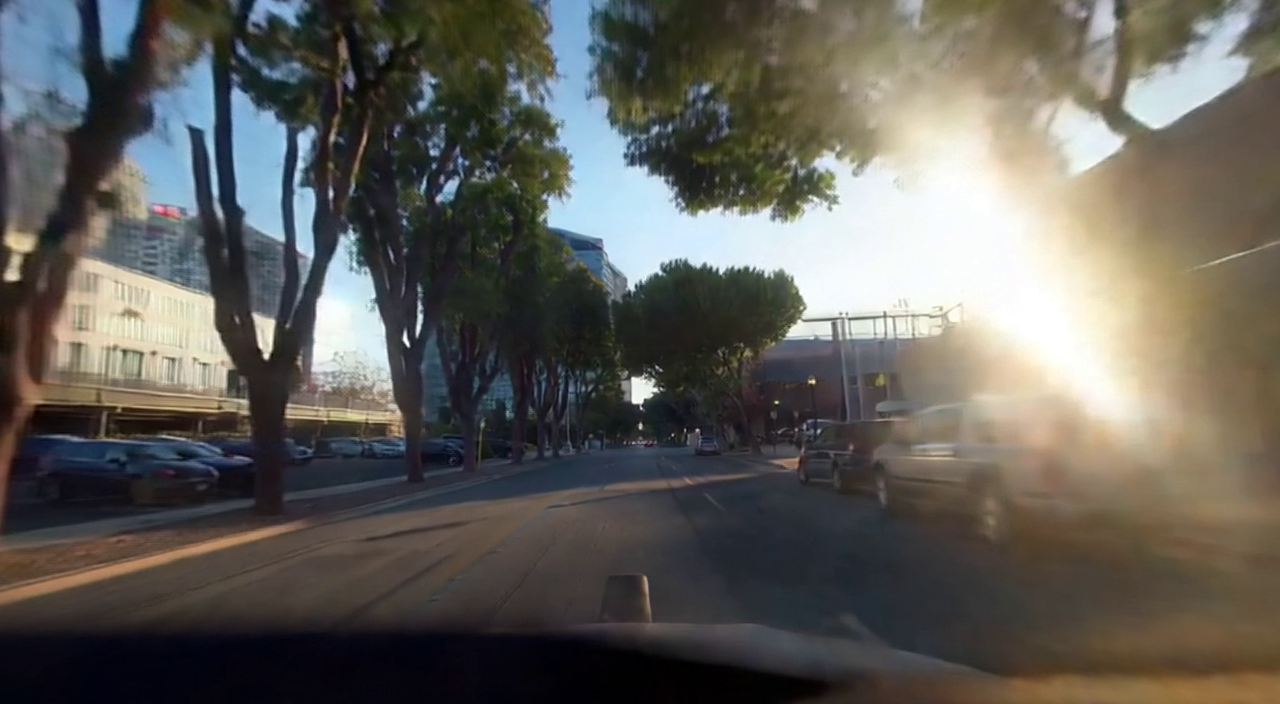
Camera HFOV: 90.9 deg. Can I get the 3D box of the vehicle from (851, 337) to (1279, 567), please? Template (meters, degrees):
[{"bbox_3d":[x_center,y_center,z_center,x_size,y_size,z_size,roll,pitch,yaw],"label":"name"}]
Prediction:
[{"bbox_3d":[5.751,1.529,10.071,2.596,2.509,6.178,0,-8,0],"label":"vehicle"}]

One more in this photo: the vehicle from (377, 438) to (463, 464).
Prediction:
[{"bbox_3d":[-14.548,6.600,42.000,4.954,1.614,2.227,0,-9,-5],"label":"vehicle"}]

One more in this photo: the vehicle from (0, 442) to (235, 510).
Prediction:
[{"bbox_3d":[-13.138,2.950,15.229,5.269,1.491,2.133,-1,-8,2],"label":"vehicle"}]
